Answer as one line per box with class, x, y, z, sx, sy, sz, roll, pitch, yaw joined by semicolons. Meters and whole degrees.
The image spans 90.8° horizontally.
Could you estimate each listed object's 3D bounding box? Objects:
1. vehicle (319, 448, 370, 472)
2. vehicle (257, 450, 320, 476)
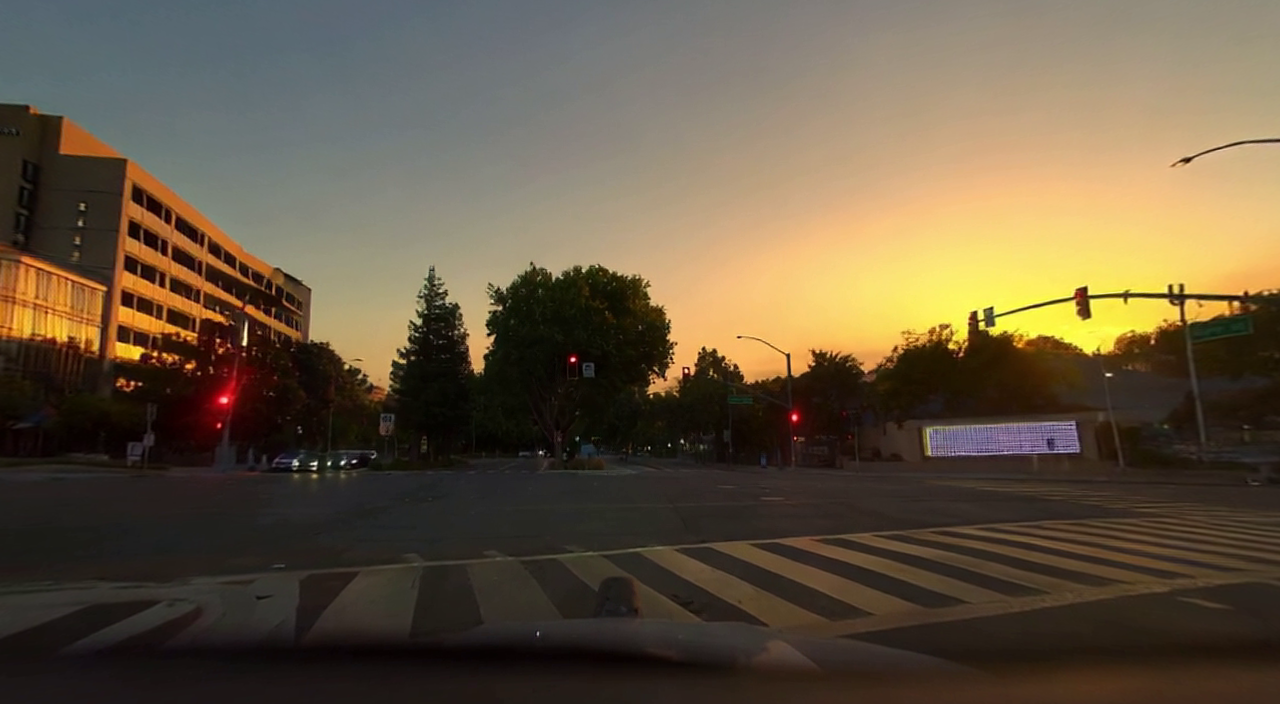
vehicle;-22.369;8.158;48.094;2.023;1.706;4.756;1;-9;-6
vehicle;-21.797;6.852;39.366;2.005;1.496;4.020;1;-9;-7
